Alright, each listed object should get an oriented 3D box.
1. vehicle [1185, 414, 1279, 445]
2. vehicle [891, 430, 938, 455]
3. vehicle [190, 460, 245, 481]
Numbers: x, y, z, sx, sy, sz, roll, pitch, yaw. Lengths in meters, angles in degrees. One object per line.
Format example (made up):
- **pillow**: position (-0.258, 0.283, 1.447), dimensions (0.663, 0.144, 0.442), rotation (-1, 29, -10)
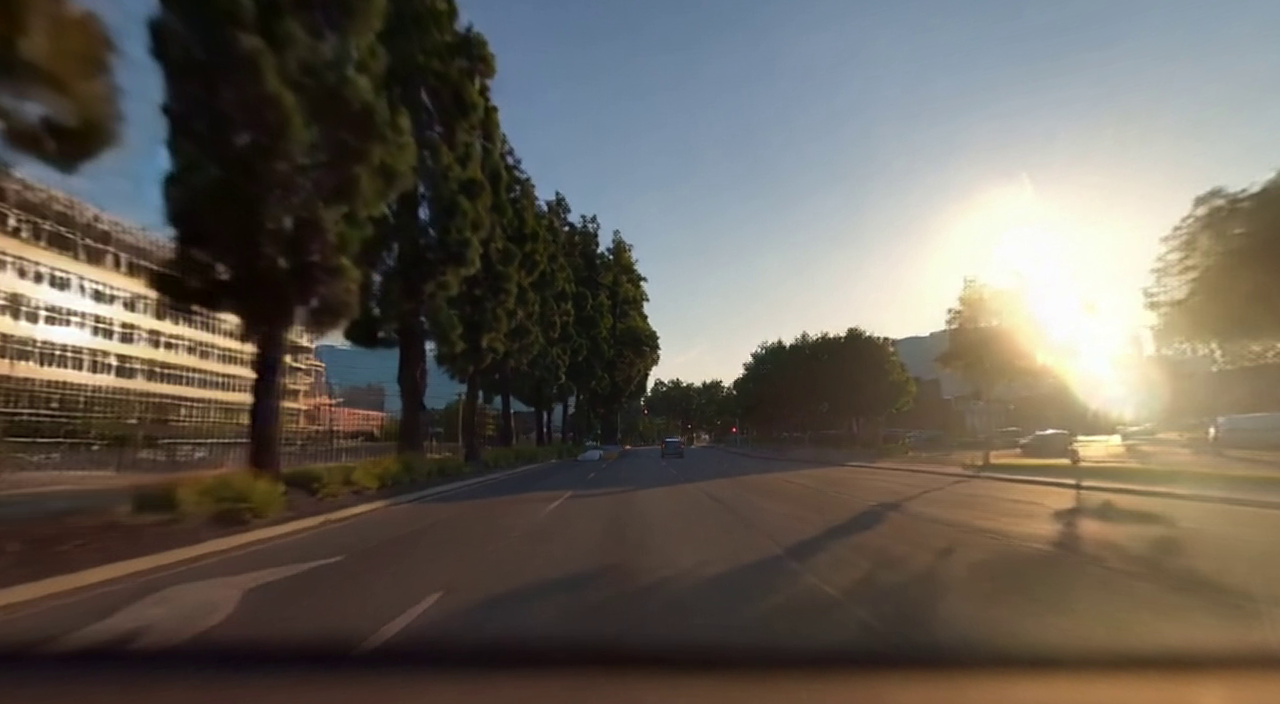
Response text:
- **vehicle**: position (45.076, 5.802, 47.330), dimensions (6.011, 1.997, 2.324), rotation (-11, -13, 43)
- **vehicle**: position (20.558, 6.803, 47.551), dimensions (2.222, 1.742, 5.231), rotation (-1, -8, 12)
- **vehicle**: position (-30.271, 8.470, 45.200), dimensions (4.351, 1.413, 1.878), rotation (-8, -12, 37)
